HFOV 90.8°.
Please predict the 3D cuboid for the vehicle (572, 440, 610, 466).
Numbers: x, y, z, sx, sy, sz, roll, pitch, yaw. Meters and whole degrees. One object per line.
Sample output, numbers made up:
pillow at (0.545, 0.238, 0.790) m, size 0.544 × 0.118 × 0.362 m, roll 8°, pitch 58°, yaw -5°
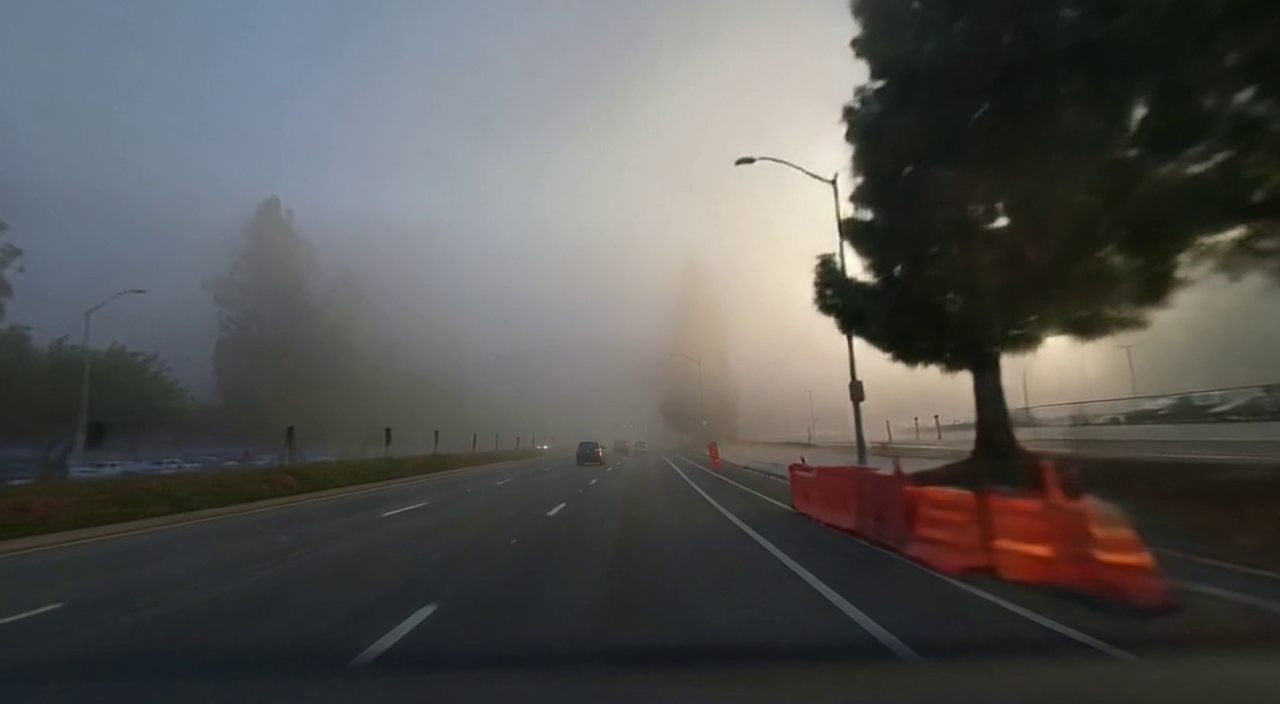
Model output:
vehicle at (-3.170, 6.647, 41.776) m, size 2.121 × 1.654 × 3.993 m, roll 0°, pitch -8°, yaw 1°
